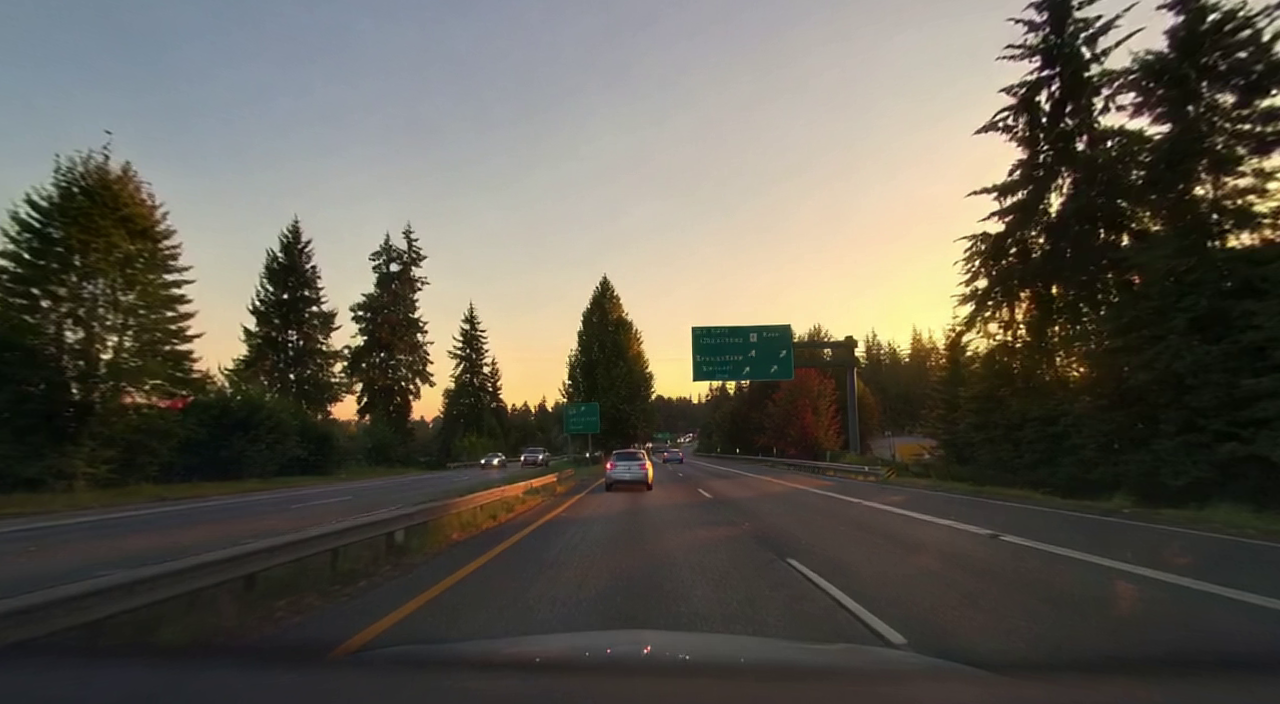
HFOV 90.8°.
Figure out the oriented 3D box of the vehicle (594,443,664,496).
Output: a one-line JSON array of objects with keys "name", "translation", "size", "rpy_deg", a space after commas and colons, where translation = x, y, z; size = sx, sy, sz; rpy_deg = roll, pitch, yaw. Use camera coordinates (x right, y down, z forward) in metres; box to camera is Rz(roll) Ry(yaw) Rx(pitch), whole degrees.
[{"name": "vehicle", "translation": [-0.293, 3.657, 19.991], "size": [2.003, 1.490, 3.636], "rpy_deg": [0, -9, 1]}]
